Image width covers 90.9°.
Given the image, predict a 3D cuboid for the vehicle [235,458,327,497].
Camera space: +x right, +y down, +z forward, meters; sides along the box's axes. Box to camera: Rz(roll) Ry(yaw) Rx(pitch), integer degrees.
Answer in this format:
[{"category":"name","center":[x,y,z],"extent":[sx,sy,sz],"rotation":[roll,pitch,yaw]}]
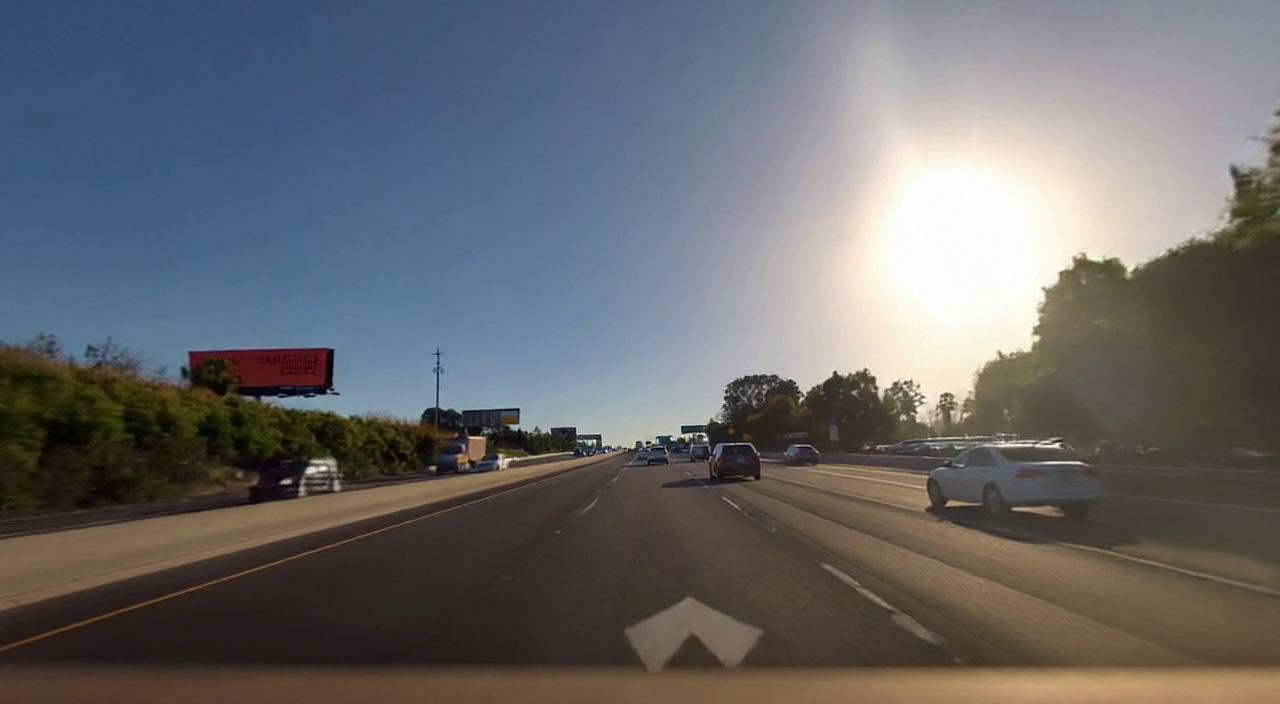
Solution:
[{"category":"vehicle","center":[-17.034,5.943,30.210],"extent":[1.792,1.622,4.317],"rotation":[-1,-8,1]}]

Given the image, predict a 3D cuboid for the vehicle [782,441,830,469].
[{"category":"vehicle","center":[11.493,7.136,43.972],"extent":[2.028,1.801,4.503],"rotation":[0,-8,-1]}]

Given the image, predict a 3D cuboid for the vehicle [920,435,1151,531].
[{"category":"vehicle","center":[7.532,2.496,12.668],"extent":[1.807,1.558,4.352],"rotation":[-1,-8,0]}]

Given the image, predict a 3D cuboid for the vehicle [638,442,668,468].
[{"category":"vehicle","center":[0.953,7.855,48.338],"extent":[2.145,1.832,4.004],"rotation":[-1,-8,0]}]

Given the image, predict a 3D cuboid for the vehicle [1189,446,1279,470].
[{"category":"vehicle","center":[40.020,7.115,42.447],"extent":[1.758,1.453,4.391],"rotation":[3,-8,-8]}]

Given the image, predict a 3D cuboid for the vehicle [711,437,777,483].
[{"category":"vehicle","center":[4.536,4.776,28.289],"extent":[2.075,1.845,4.667],"rotation":[0,-8,-1]}]
